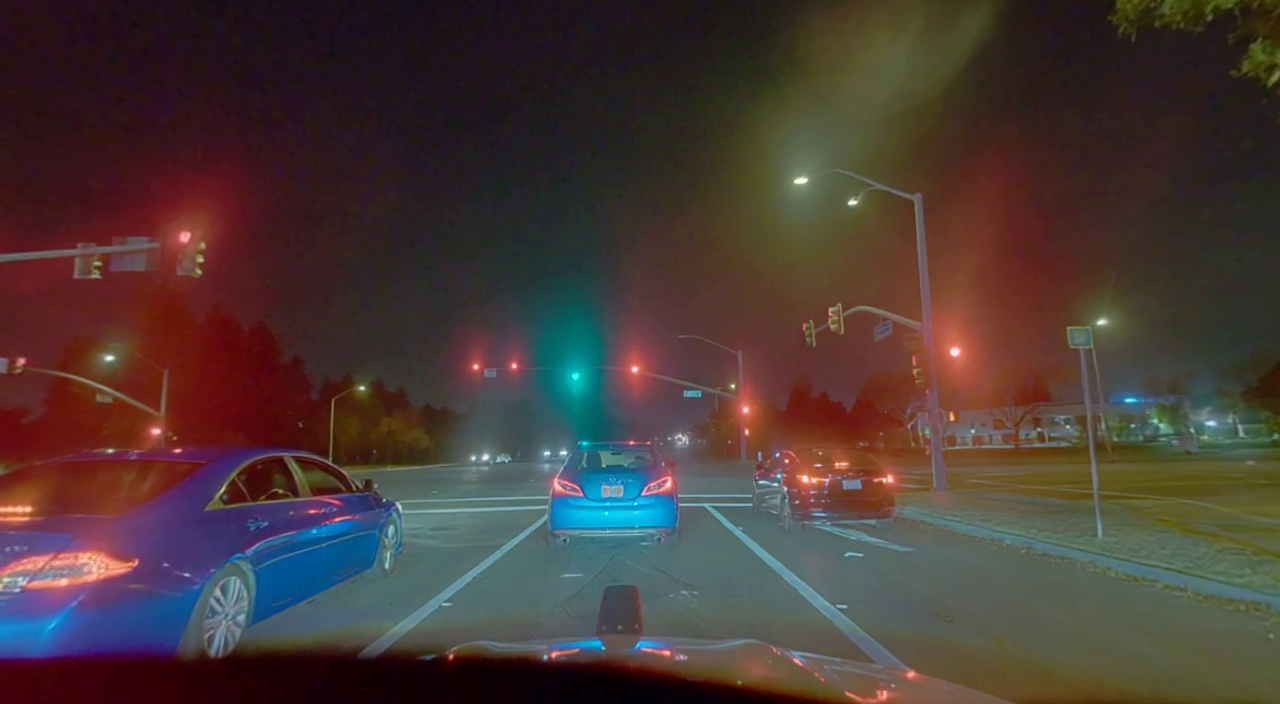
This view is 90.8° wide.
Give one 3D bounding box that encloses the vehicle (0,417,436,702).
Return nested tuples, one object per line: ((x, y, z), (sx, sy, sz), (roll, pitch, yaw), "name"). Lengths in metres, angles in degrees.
((-3.578, 1.421, 5.602), (2.052, 1.472, 4.479), (0, -8, 0), "vehicle")

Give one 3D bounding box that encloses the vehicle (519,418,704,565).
((-0.348, 1.833, 8.987), (2.038, 1.599, 3.844), (0, -8, -1), "vehicle")

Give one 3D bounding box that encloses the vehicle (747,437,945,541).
((3.295, 2.274, 11.196), (1.970, 1.449, 4.433), (0, -8, -1), "vehicle")
